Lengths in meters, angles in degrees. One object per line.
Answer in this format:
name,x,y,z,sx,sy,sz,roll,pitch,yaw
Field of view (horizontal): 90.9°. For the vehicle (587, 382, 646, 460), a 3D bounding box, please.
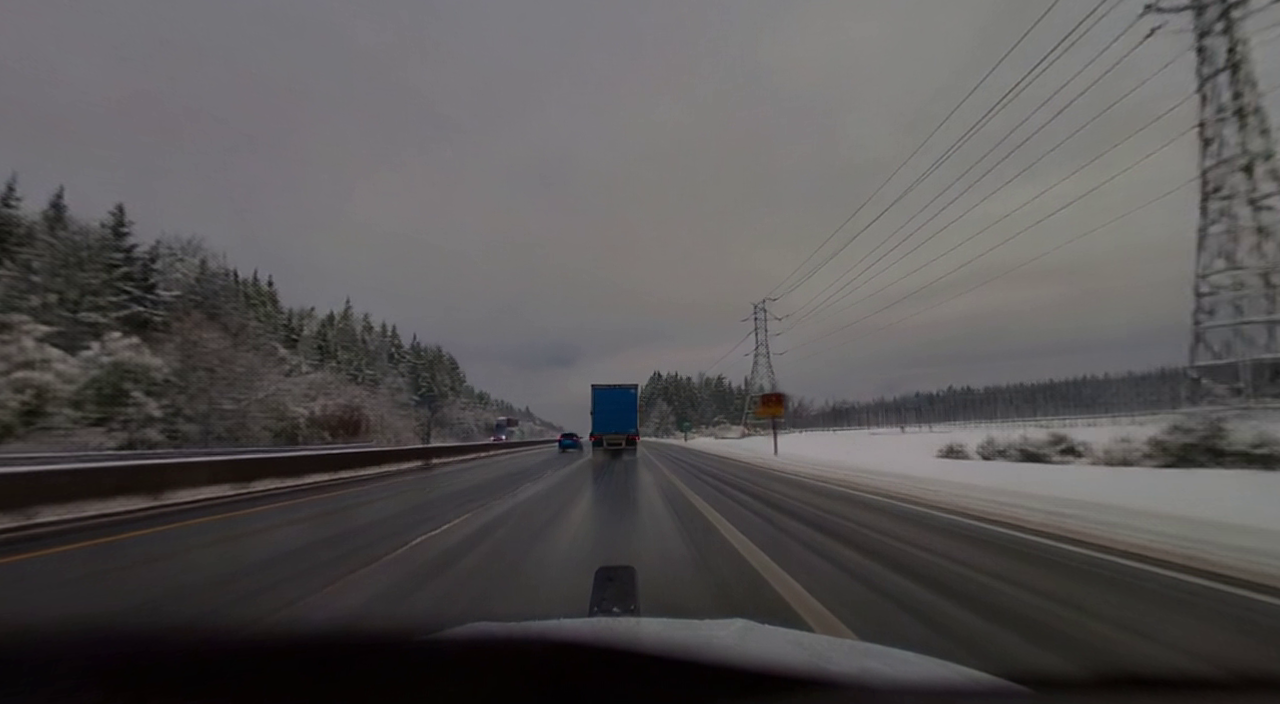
vehicle,-1.331,4.103,36.546,2.955,3.851,9.915,0,-8,-2
